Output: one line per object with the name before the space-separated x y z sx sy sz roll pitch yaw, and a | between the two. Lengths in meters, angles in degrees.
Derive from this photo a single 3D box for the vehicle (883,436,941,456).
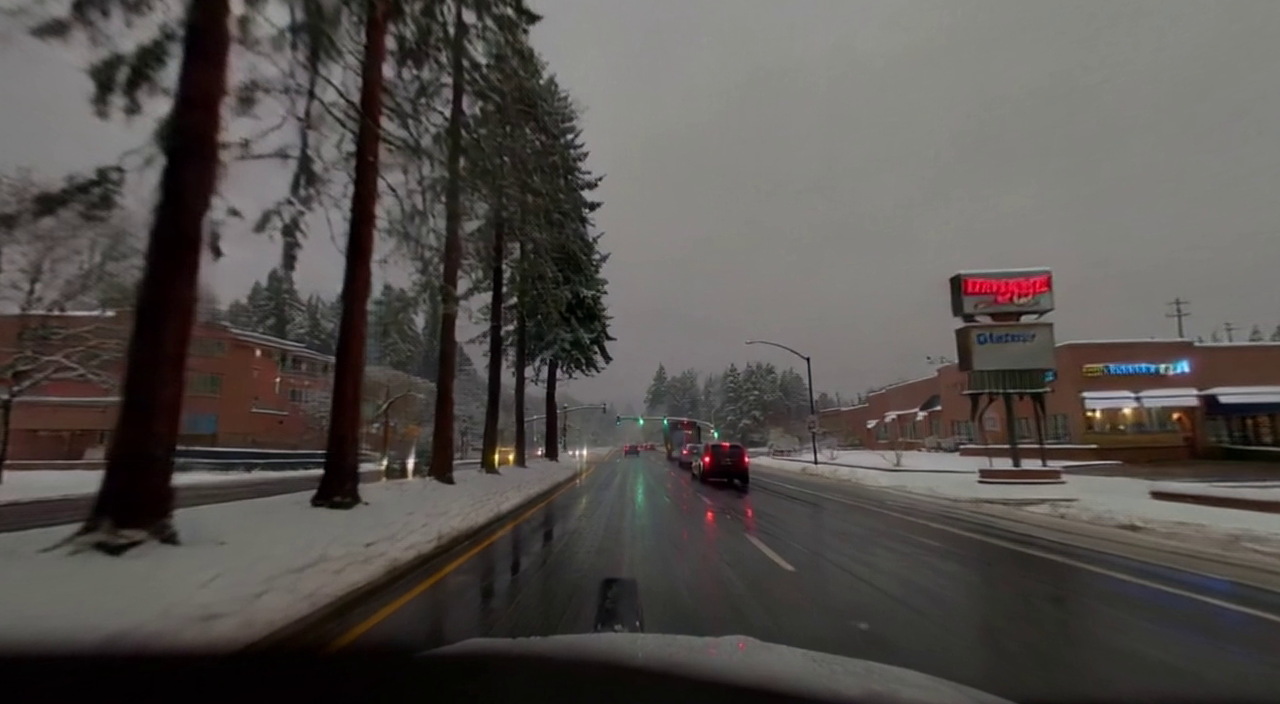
vehicle | 19.335 6.670 44.955 3.361 1.321 1.571 2 -7 -7

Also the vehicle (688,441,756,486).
vehicle | 3.160 4.340 25.086 2.041 1.531 4.236 1 -7 -1

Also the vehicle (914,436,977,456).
vehicle | 19.261 5.937 39.874 3.242 1.165 1.363 1 -7 -5

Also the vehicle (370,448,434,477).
vehicle | -14.116 6.560 37.738 1.988 1.527 4.359 0 -7 2
